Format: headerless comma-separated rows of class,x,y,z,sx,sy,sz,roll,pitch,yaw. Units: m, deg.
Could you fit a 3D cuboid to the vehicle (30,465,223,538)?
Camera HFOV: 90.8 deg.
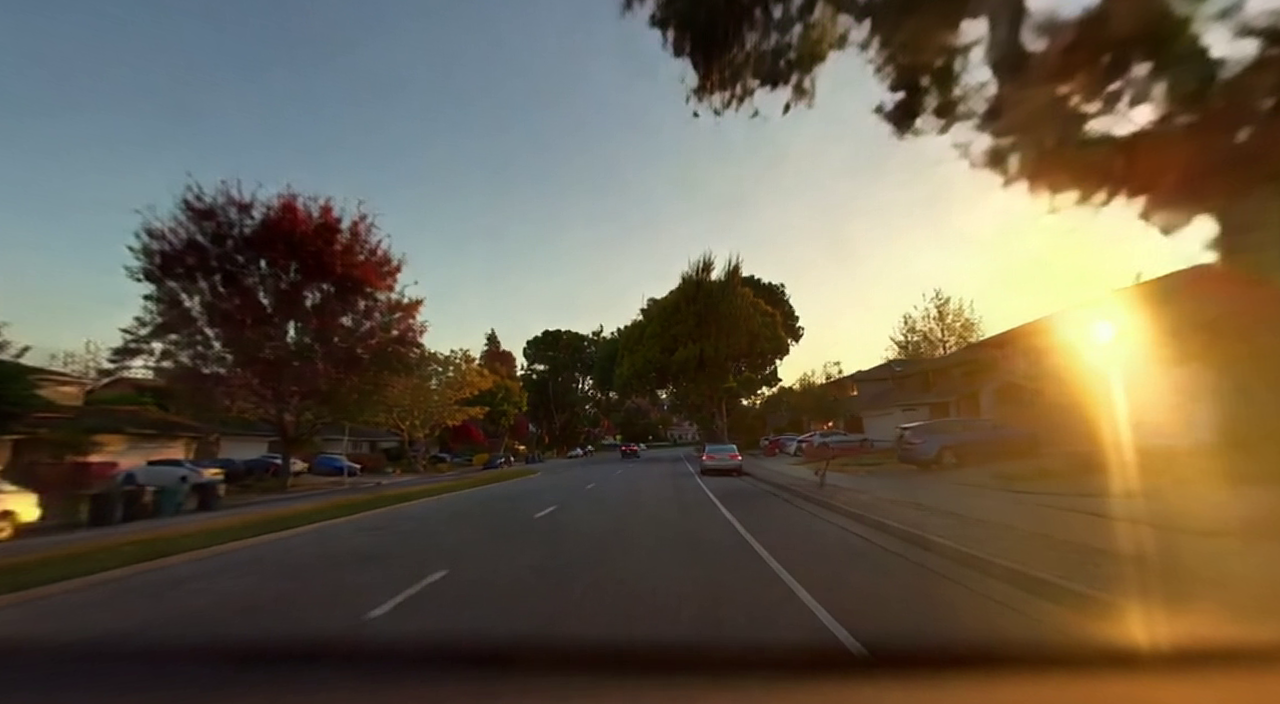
vehicle,-14.082,4.075,17.703,1.695,1.423,4.371,-9,-9,2

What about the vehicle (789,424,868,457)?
vehicle,12.028,5.636,40.215,4.591,1.867,2.057,2,-11,-29

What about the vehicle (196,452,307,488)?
vehicle,-20.137,6.094,32.836,4.505,1.501,1.953,2,-9,6

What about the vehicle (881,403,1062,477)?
vehicle,10.279,2.751,19.858,4.463,1.765,1.960,-5,-8,-4

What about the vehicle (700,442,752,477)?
vehicle,3.834,4.862,28.821,2.016,1.477,4.207,-1,-8,3
